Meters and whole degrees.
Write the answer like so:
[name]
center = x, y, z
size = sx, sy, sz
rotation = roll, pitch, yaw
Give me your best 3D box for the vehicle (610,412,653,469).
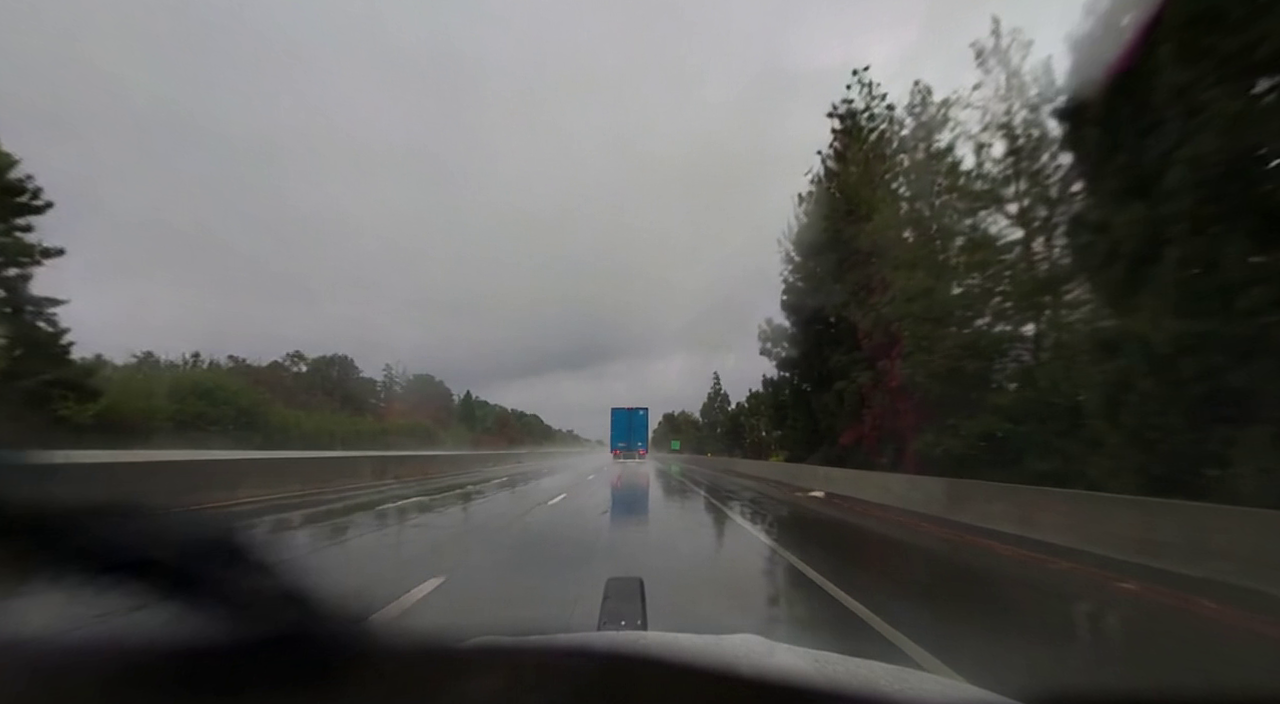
[vehicle]
center = -0.642, 6.962, 49.122
size = 2.982, 3.947, 11.075
rotation = 0, -9, -1
